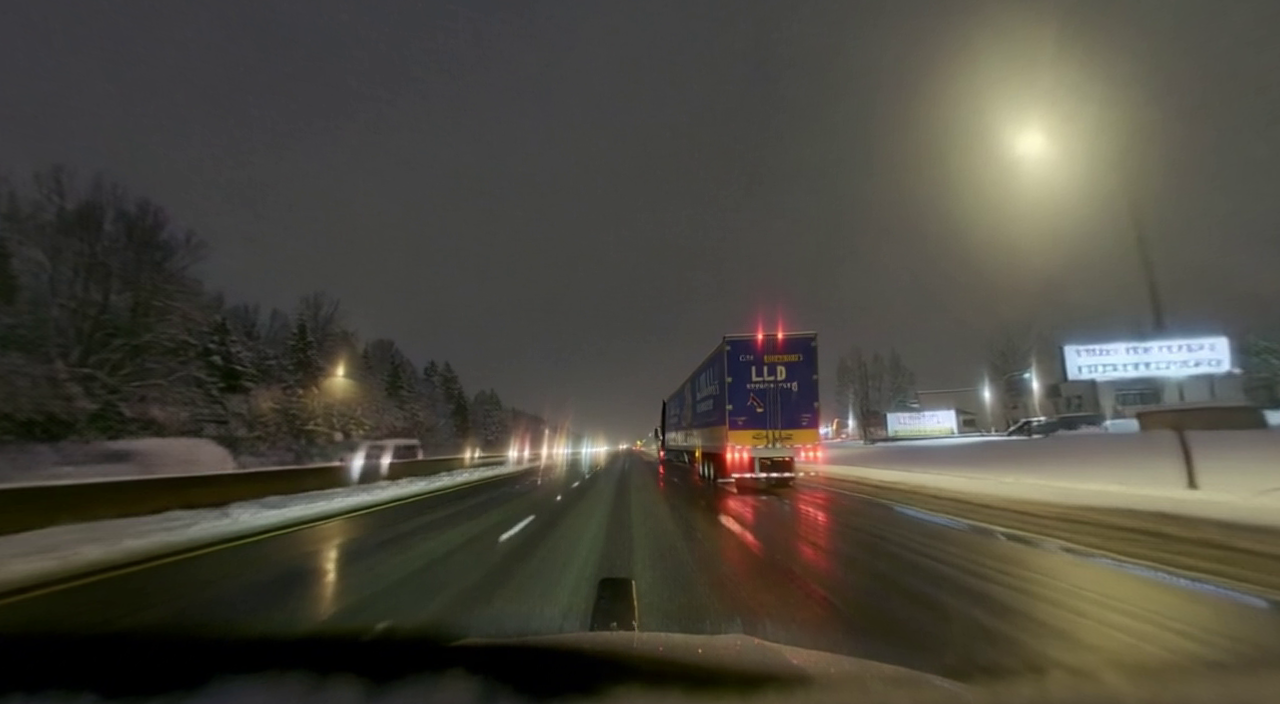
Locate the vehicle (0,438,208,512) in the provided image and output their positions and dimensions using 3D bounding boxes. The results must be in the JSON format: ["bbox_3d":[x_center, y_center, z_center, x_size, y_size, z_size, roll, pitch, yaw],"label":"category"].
[{"bbox_3d":[-11.355,2.586,13.693,1.620,1.372,3.339,0,-9,-1],"label":"vehicle"}]

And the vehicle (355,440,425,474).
[{"bbox_3d":[-11.644,4.908,29.667,1.757,1.451,3.658,0,-9,0],"label":"vehicle"}]

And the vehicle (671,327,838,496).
[{"bbox_3d":[3.379,2.789,24.961,2.891,4.387,17.121,0,-9,-2],"label":"vehicle"}]
